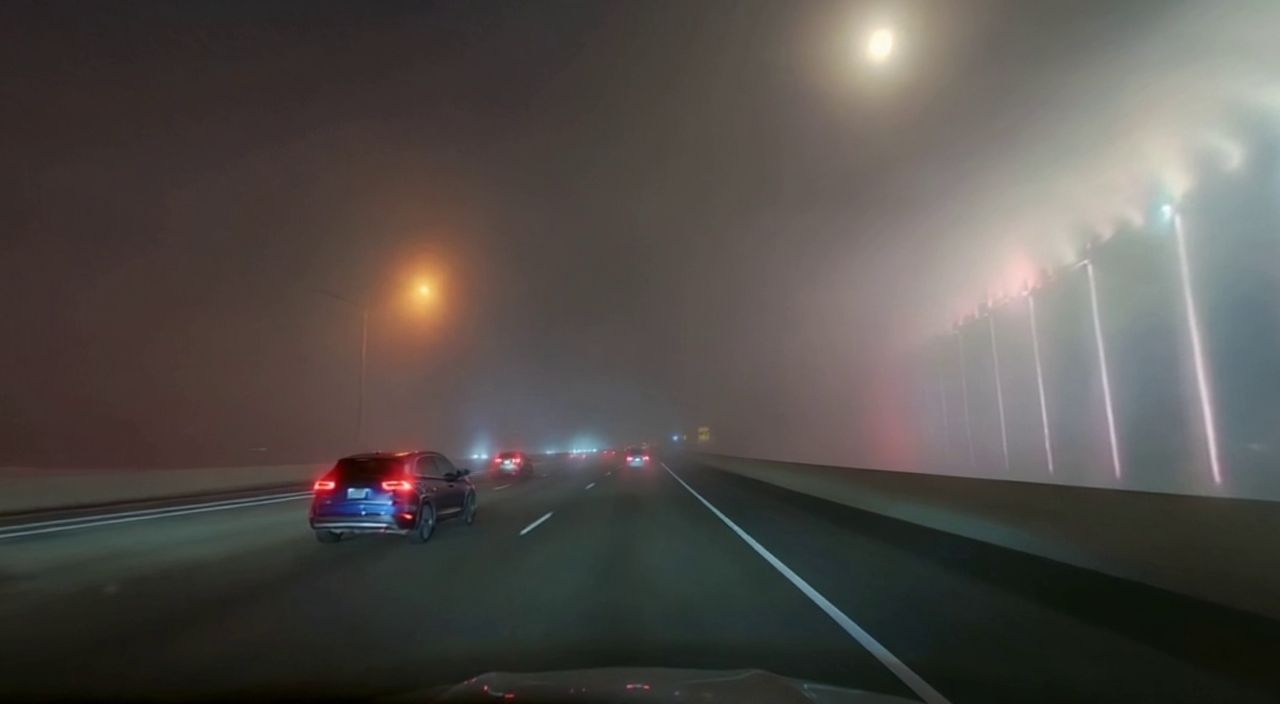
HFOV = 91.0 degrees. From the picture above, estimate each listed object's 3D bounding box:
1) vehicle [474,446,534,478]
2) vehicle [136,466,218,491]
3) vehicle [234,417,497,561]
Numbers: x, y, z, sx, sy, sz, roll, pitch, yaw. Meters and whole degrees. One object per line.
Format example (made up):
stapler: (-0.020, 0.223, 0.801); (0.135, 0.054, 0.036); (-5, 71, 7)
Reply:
vehicle: (-7.220, 5.884, 34.005); (1.998, 1.542, 4.953); (0, -9, 1)
vehicle: (-31.888, 8.690, 43.540); (2.137, 1.512, 4.559); (0, -9, 1)
vehicle: (-3.868, 2.014, 9.984); (2.059, 1.725, 4.521); (0, -9, 1)
